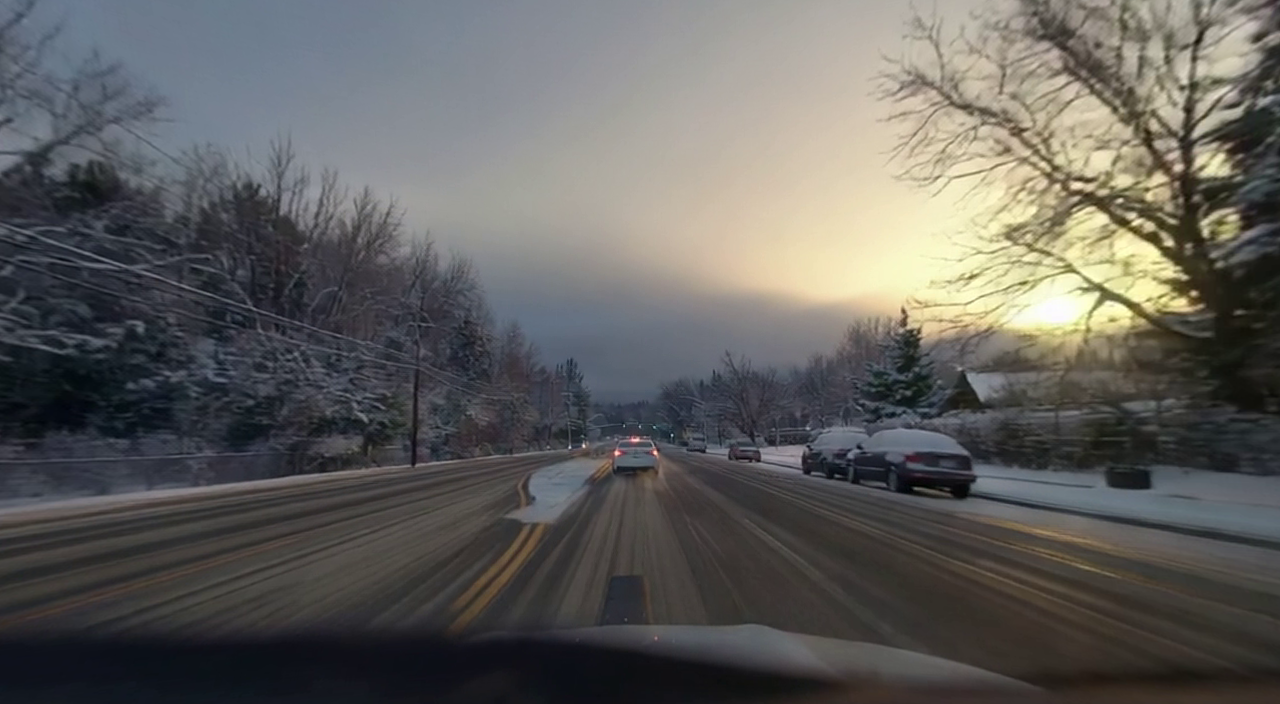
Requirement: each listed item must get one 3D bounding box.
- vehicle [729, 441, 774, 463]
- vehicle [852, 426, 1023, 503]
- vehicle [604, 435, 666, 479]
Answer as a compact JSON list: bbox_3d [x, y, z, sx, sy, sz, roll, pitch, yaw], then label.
[{"bbox_3d":[7.816,7.058,44.711,2.131,1.474,4.752,0,-8,-2],"label":"vehicle"},{"bbox_3d":[7.972,3.051,17.624,2.185,1.818,5.038,1,-8,-2],"label":"vehicle"},{"bbox_3d":[-0.205,3.890,23.563,2.099,1.470,4.302,0,-8,-1],"label":"vehicle"}]
